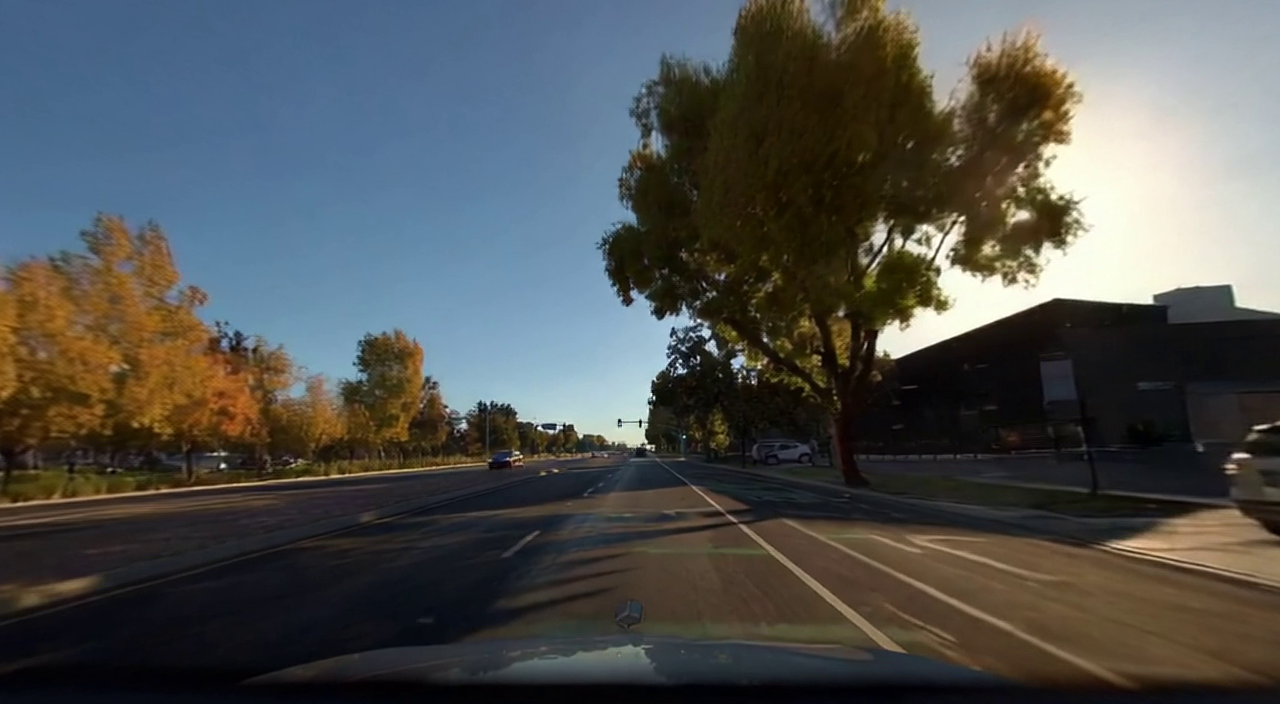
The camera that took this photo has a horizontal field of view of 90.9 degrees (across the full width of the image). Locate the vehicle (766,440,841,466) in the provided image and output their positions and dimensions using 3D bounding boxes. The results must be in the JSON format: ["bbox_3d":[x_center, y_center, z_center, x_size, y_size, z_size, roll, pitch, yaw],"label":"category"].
[{"bbox_3d":[11.638,7.232,45.115,4.721,1.796,2.413,0,-8,0],"label":"vehicle"}]
